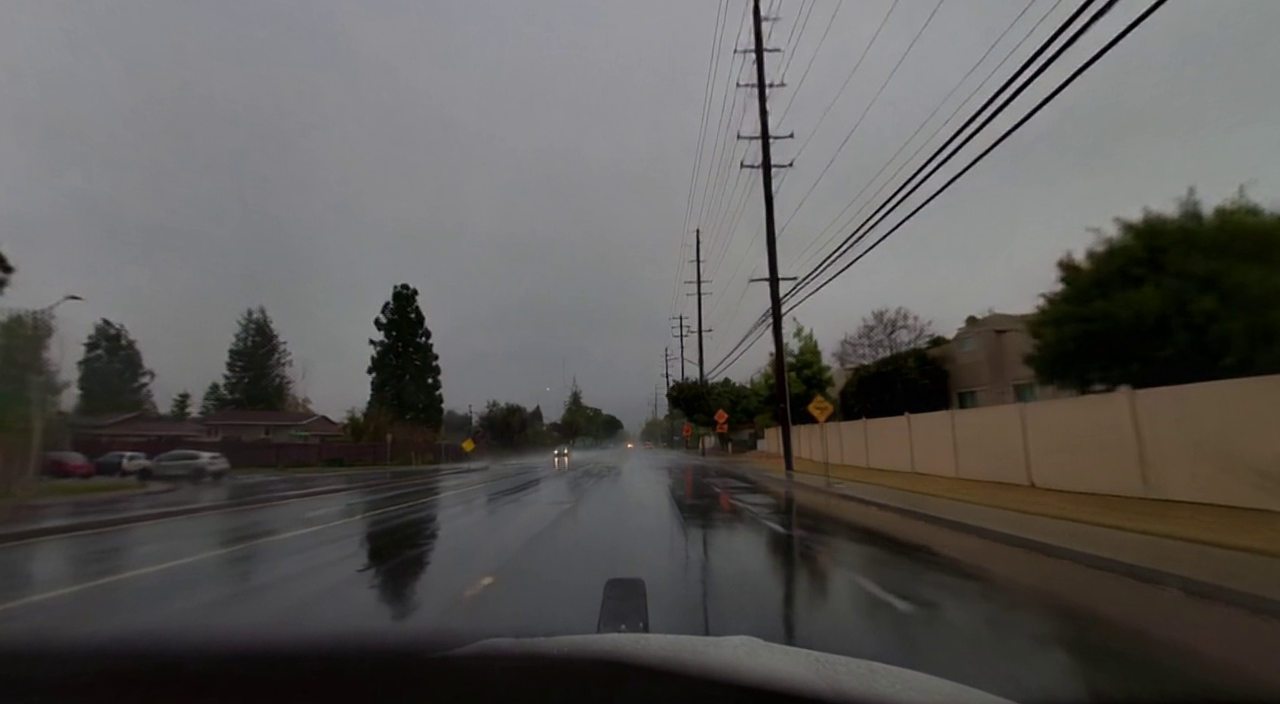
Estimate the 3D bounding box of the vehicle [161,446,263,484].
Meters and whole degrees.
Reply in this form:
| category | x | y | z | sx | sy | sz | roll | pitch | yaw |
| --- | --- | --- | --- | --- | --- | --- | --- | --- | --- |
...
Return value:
| category | x | y | z | sx | sy | sz | roll | pitch | yaw |
| --- | --- | --- | --- | --- | --- | --- | --- | --- | --- |
| vehicle | -24.127 | 6.328 | 35.544 | 5.246 | 1.961 | 2.280 | -4 | -9 | 25 |

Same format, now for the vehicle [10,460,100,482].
| category | x | y | z | sx | sy | sz | roll | pitch | yaw |
| --- | --- | --- | --- | --- | --- | --- | --- | --- | --- |
| vehicle | -42.635 | 8.680 | 46.053 | 4.454 | 1.443 | 1.736 | 2 | -8 | -12 |

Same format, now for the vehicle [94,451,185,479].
| category | x | y | z | sx | sy | sz | roll | pitch | yaw |
| --- | --- | --- | --- | --- | --- | --- | --- | --- | --- |
| vehicle | -37.448 | 8.419 | 47.293 | 4.728 | 1.955 | 2.198 | 2 | -8 | -12 |
